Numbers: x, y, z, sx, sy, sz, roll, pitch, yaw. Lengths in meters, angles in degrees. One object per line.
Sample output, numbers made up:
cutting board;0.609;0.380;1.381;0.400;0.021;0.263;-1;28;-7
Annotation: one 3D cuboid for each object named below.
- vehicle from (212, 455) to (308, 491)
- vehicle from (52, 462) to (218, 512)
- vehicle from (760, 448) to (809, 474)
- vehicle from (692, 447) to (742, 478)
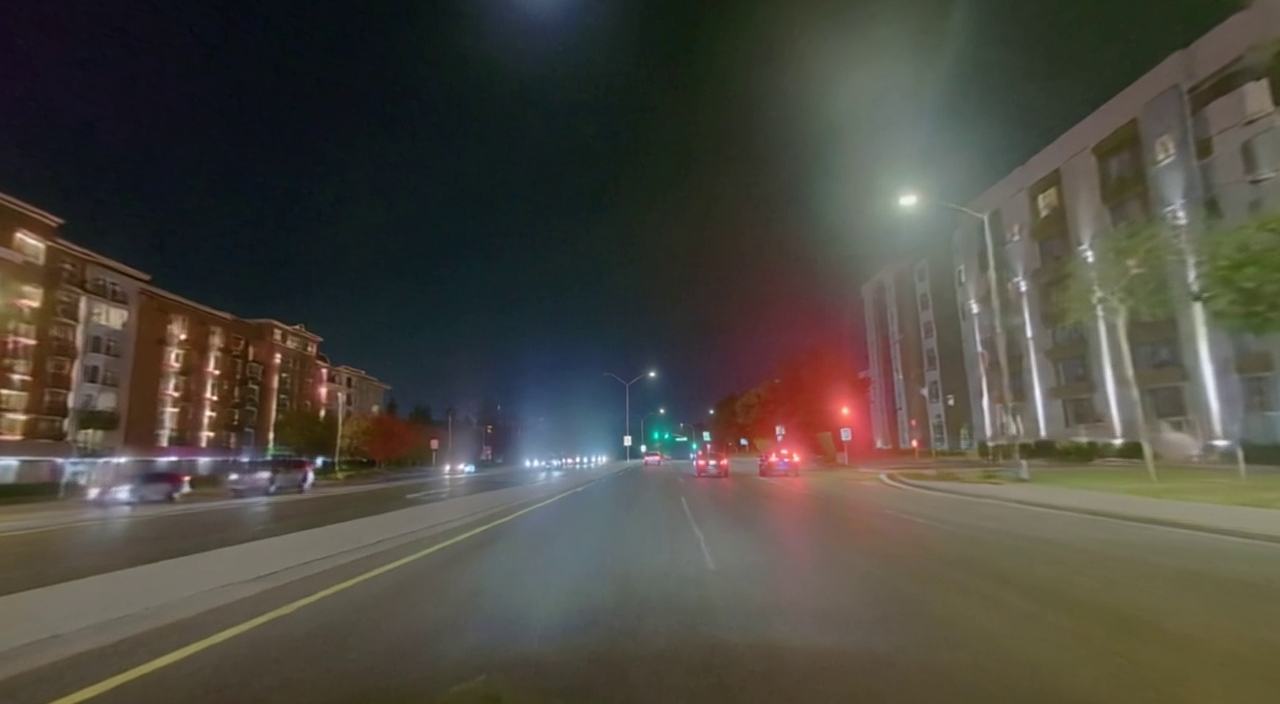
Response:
vehicle;-21.354;6.779;35.823;2.141;1.809;5.002;-1;-9;3
vehicle;-17.396;4.642;22.146;1.804;1.421;4.659;-1;-9;3
vehicle;8.613;6.499;37.973;1.932;1.439;4.159;0;-9;0
vehicle;3.962;5.770;33.196;2.020;1.479;4.650;0;-9;0
